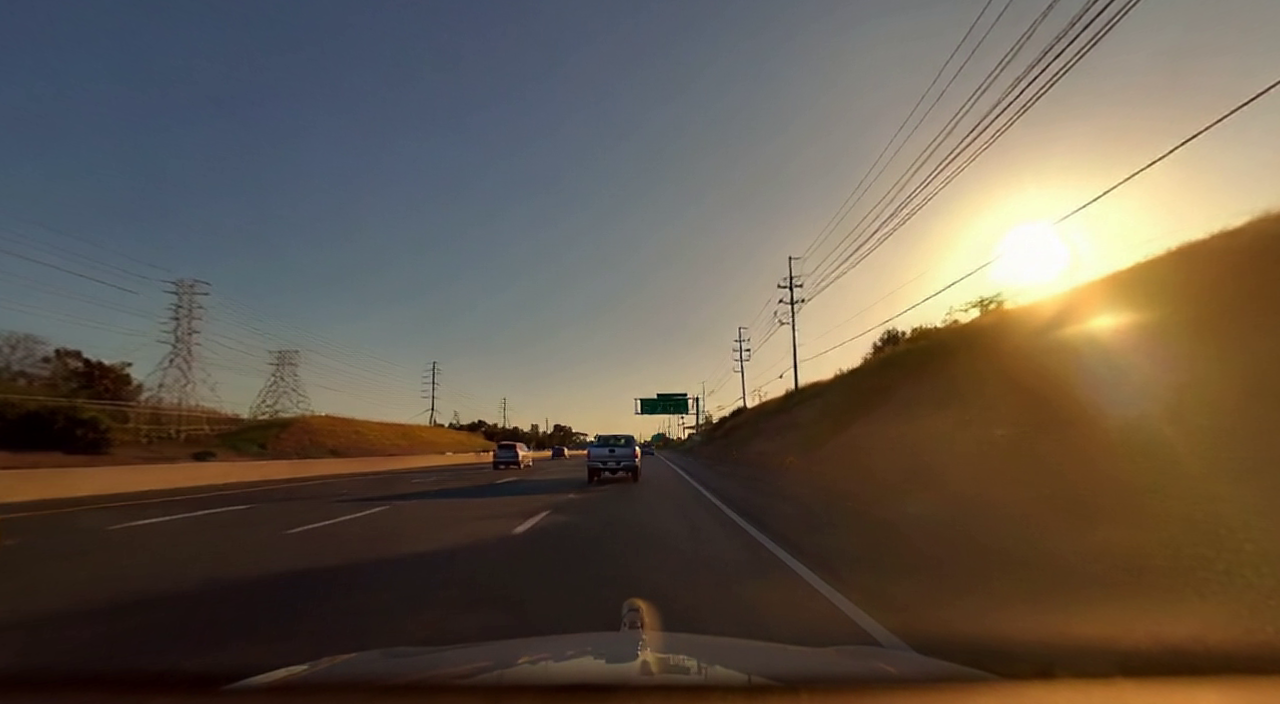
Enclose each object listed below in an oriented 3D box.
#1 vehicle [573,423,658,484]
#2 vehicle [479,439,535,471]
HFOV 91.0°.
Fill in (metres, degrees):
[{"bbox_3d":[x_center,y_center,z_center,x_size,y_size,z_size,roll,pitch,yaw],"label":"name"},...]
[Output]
[{"bbox_3d":[-0.833,4.022,25.206,2.972,2.087,6.126,0,-9,0],"label":"vehicle"},{"bbox_3d":[-7.176,5.607,34.384,2.055,1.618,4.457,0,-9,1],"label":"vehicle"}]
